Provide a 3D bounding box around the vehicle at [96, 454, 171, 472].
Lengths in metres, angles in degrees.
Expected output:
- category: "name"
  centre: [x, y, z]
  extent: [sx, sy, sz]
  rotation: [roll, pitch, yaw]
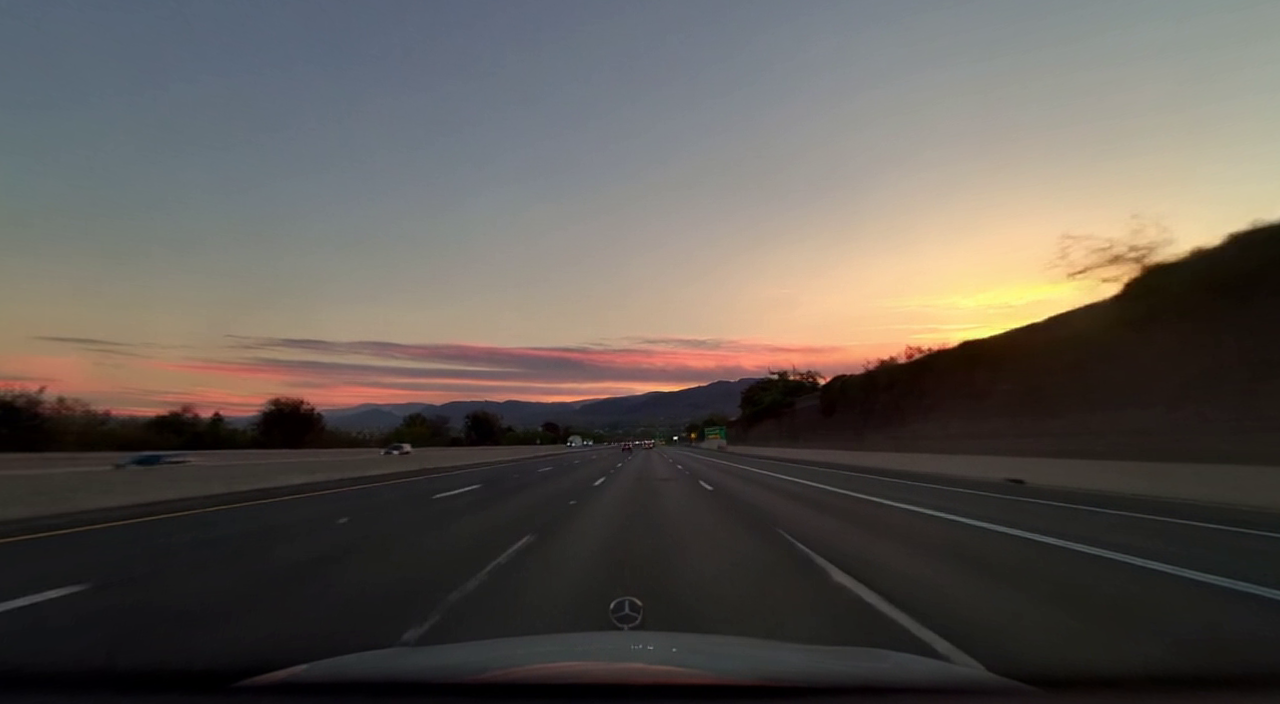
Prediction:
- category: "vehicle"
  centre: [-28.660, 6.293, 35.793]
  extent: [1.784, 0.941, 2.965]
  rotation: [0, -8, 0]
